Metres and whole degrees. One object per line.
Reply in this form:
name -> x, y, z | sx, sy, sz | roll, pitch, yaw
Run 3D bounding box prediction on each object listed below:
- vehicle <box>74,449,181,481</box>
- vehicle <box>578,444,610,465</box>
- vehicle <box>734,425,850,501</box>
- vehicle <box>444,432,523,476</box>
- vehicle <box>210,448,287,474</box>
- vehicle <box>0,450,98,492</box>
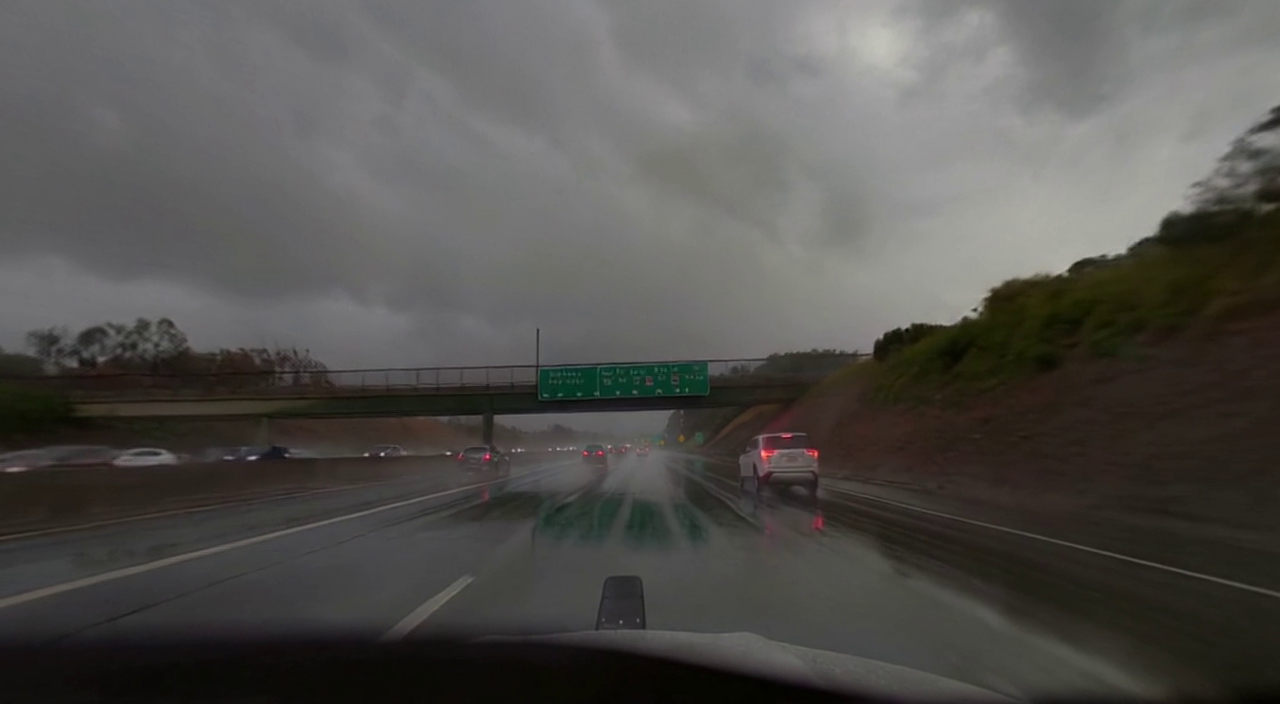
vehicle -> -29.425, 6.460, 36.416 | 1.967, 1.693, 4.952 | 0, -9, 0
vehicle -> -3.600, 8.071, 49.751 | 2.067, 1.528, 4.551 | 0, -9, 1
vehicle -> 3.867, 2.906, 16.831 | 1.990, 1.735, 4.276 | 0, -9, 0
vehicle -> -7.610, 5.039, 31.296 | 2.341, 1.959, 5.684 | 0, -9, 1
vehicle -> -25.291, 7.021, 40.917 | 1.903, 1.589, 4.710 | 0, -9, 1
vehicle -> -25.511, 4.878, 26.135 | 1.914, 1.556, 4.594 | 0, -9, 0
